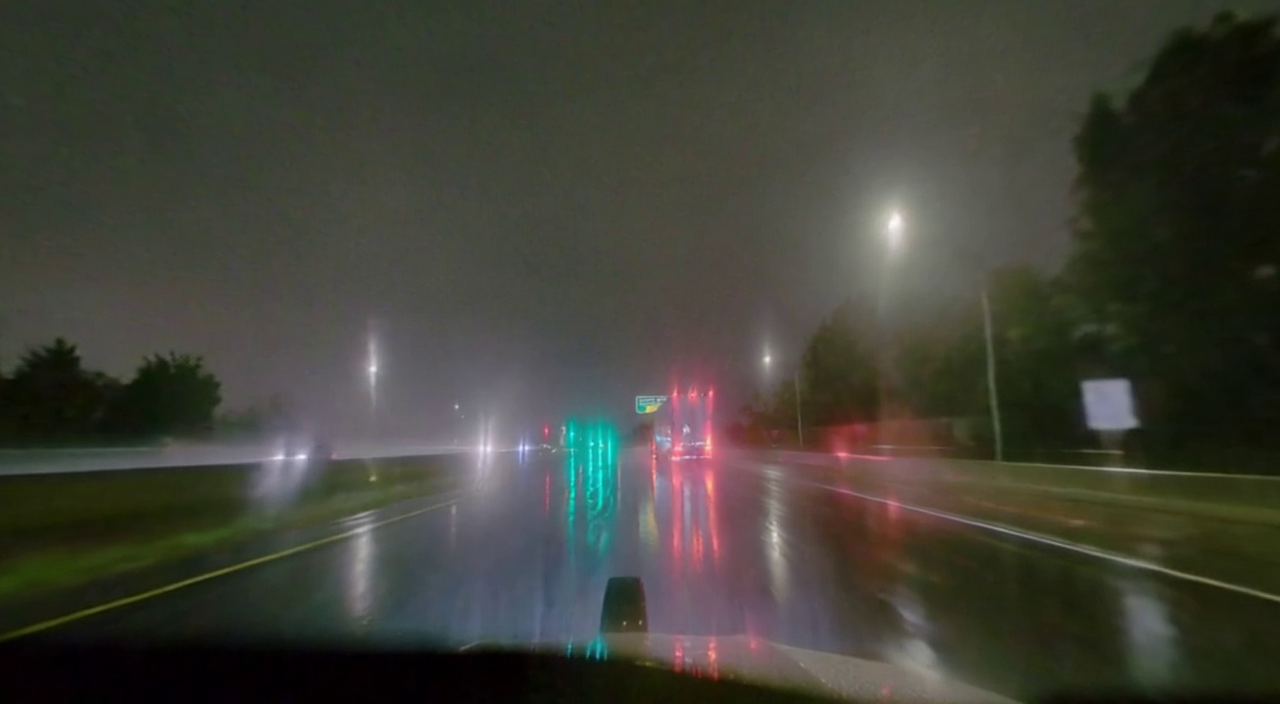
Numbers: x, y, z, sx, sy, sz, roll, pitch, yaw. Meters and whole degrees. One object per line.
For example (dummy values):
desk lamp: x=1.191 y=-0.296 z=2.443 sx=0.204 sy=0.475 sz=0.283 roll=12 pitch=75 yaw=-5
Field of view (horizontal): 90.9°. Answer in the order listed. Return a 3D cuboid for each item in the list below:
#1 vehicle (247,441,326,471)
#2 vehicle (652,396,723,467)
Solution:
vehicle: x=-22.060 y=6.461 z=39.628 sx=2.226 sy=1.750 sz=4.865 roll=0 pitch=-8 yaw=-2
vehicle: x=2.997 y=5.997 z=46.624 sx=2.932 sy=4.205 sz=18.253 roll=0 pitch=-8 yaw=-3
